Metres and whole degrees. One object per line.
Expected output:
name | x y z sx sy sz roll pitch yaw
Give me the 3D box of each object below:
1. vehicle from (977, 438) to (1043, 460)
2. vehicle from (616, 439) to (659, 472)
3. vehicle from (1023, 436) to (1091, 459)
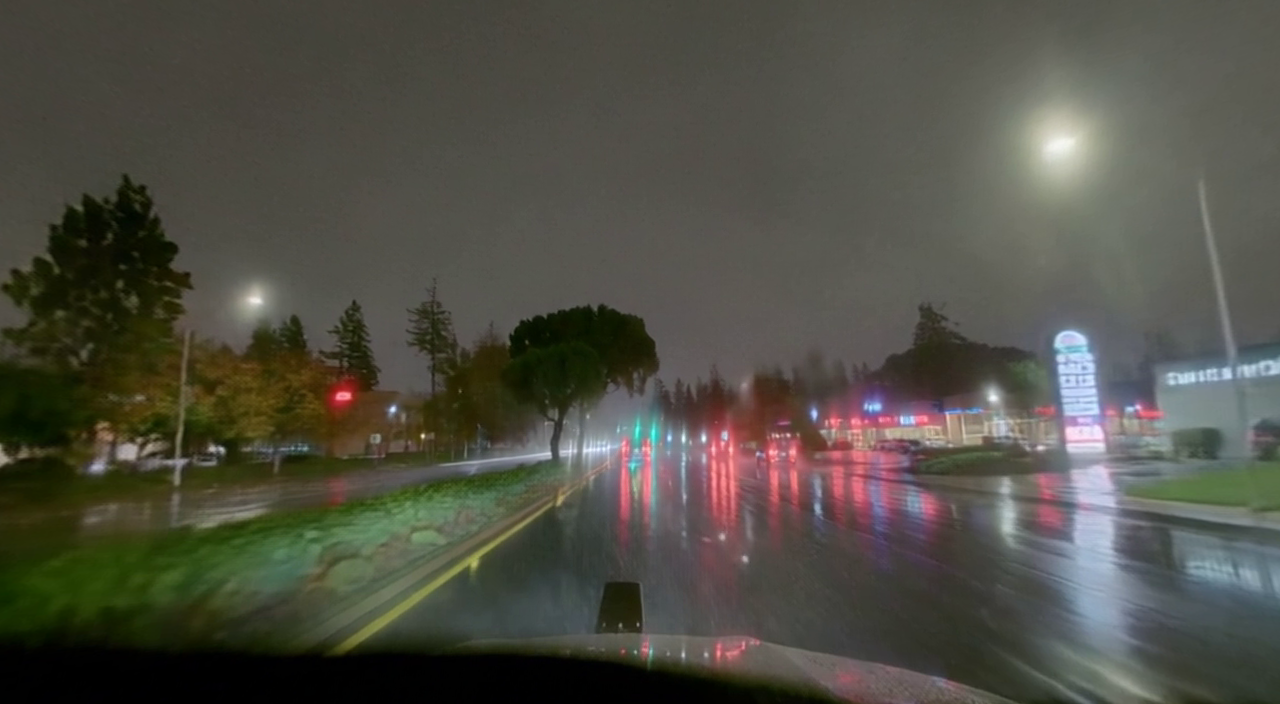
vehicle | 26.636 6.972 45.655 1.840 1.446 4.820 -1 -8 0
vehicle | -0.186 5.408 33.234 2.072 1.545 4.578 0 -8 -1
vehicle | 29.413 6.788 44.728 1.805 1.481 4.351 -1 -9 -1
